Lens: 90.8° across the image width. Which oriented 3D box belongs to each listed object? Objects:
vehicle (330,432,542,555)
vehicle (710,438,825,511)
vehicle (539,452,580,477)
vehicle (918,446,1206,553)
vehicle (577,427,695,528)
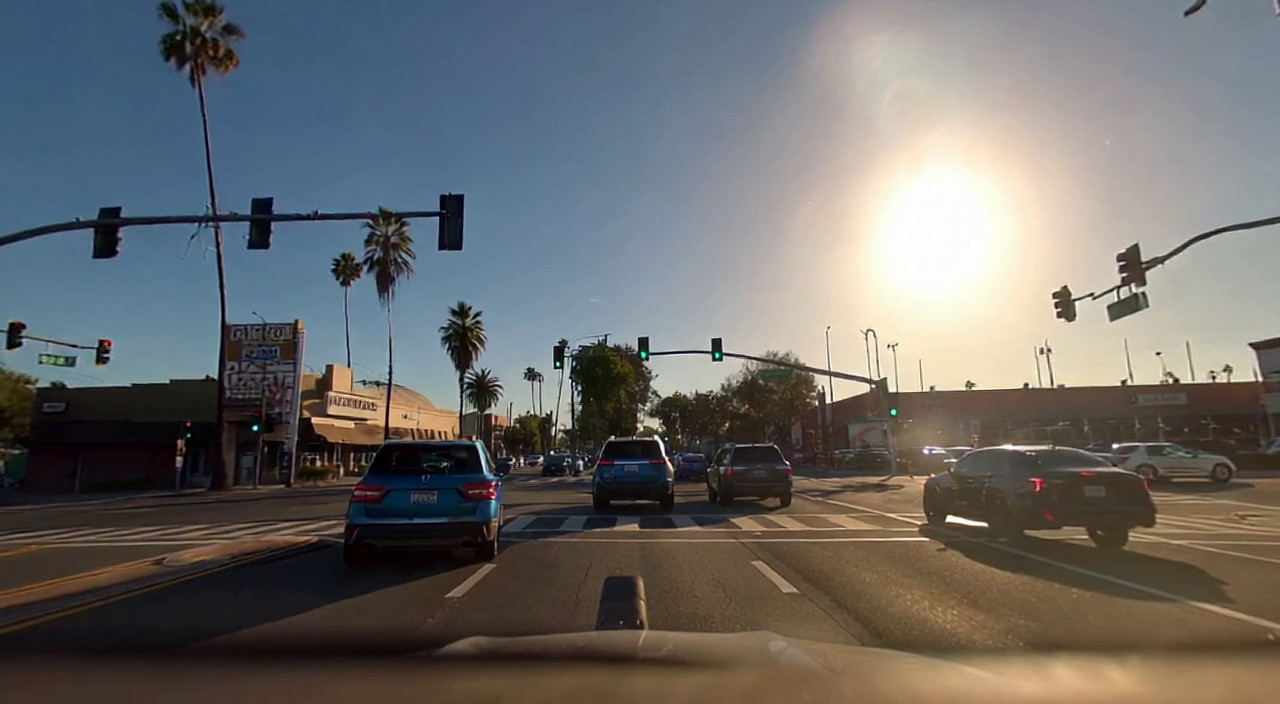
[{"bbox_3d":[-3.129,2.272,10.897,2.201,1.644,4.465,0,-9,-1],"label":"vehicle"},{"bbox_3d":[3.274,3.232,17.204,2.112,1.710,4.234,0,-9,-2],"label":"vehicle"},{"bbox_3d":[-5.067,7.163,40.317,2.030,1.441,4.324,0,-9,1],"label":"vehicle"},{"bbox_3d":[6.793,2.364,10.927,1.944,1.447,4.309,0,-9,-1],"label":"vehicle"},{"bbox_3d":[-0.134,2.593,13.602,2.151,1.787,4.109,0,-9,-2],"label":"vehicle"}]
